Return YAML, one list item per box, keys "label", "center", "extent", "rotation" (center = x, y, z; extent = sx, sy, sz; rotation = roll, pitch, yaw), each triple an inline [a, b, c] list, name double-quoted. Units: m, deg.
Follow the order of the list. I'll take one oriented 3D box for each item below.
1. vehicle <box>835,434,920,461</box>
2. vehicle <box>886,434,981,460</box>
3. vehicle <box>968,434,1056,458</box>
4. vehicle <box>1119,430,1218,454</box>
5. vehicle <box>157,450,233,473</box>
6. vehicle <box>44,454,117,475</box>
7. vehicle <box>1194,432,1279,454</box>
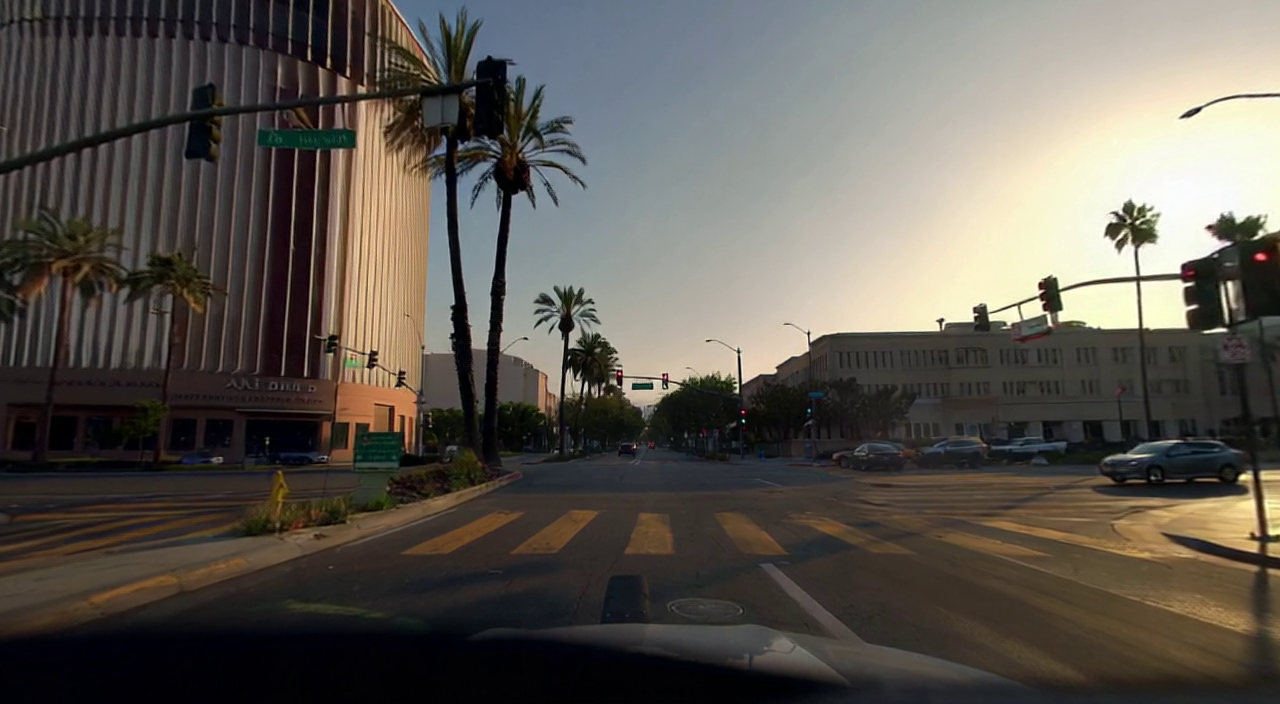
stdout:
- label: "vehicle"
  center: [15.236, 6.139, 40.616]
  extent: [4.648, 1.665, 1.910]
  rotation: [0, -8, -1]
- label: "vehicle"
  center: [17.121, 5.558, 36.888]
  extent: [4.684, 1.461, 1.777]
  rotation: [0, -8, -1]
- label: "vehicle"
  center: [23.742, 6.028, 40.355]
  extent: [4.423, 1.465, 1.798]
  rotation: [0, -8, 1]
- label: "vehicle"
  center: [33.392, 5.727, 39.921]
  extent: [4.567, 1.458, 1.791]
  rotation: [0, -8, 2]
- label: "vehicle"
  center: [-32.893, 8.100, 46.641]
  extent: [4.136, 1.661, 1.857]
  rotation: [0, -8, 1]
- label: "vehicle"
  center: [-41.396, 8.317, 46.700]
  extent: [3.698, 1.467, 1.779]
  rotation: [0, -8, 1]
- label: "vehicle"
  center: [42.325, 6.446, 44.619]
  extent: [4.437, 1.469, 1.811]
  rotation: [0, -8, 0]
